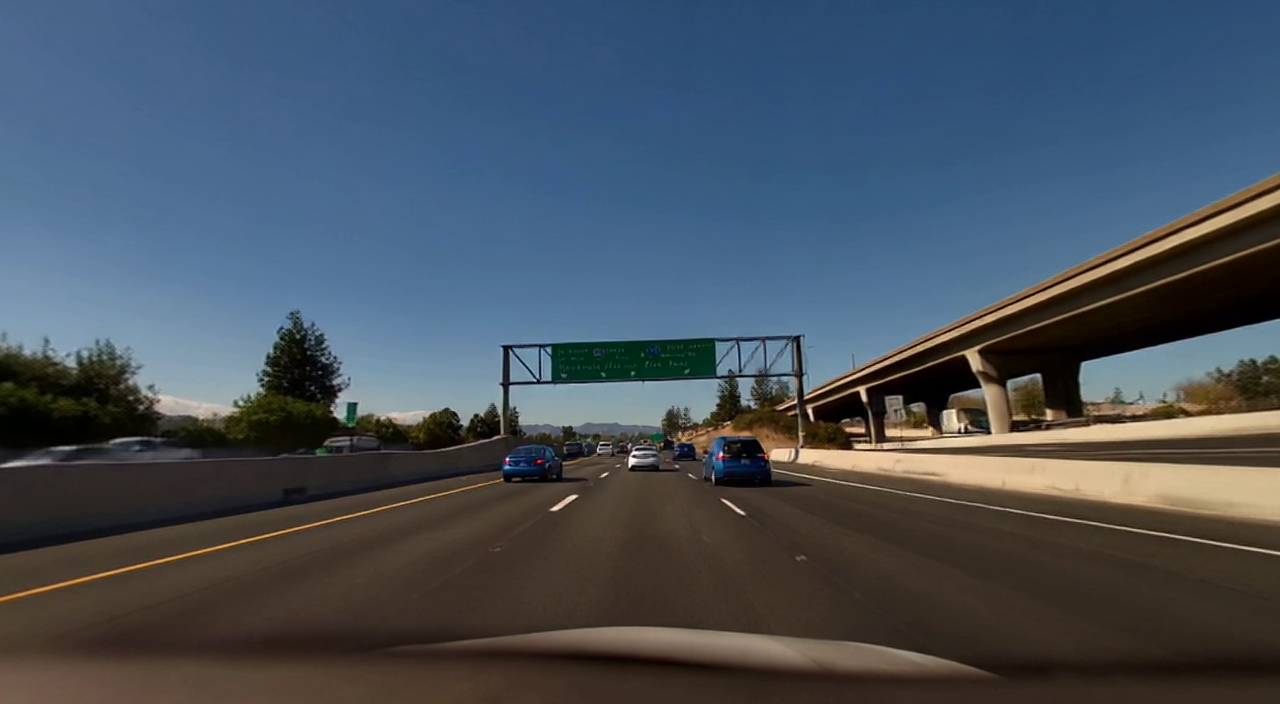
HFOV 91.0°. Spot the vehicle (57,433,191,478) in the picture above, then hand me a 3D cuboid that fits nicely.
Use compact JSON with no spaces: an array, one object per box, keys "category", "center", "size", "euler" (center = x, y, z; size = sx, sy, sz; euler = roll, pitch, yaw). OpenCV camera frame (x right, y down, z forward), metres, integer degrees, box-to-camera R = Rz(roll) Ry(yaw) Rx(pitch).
[{"category":"vehicle","center":[-26.565,5.345,32.752],"size":[2.204,2.082,5.496],"euler":[0,-9,1]}]

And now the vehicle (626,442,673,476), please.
[{"category":"vehicle","center":[0.437,5.013,29.741],"size":[2.089,1.493,3.964],"euler":[0,-8,0]}]

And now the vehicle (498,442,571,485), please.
[{"category":"vehicle","center":[-3.961,4.258,24.401],"size":[2.031,1.491,4.145],"euler":[0,-8,1]}]

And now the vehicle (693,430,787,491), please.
[{"category":"vehicle","center":[3.091,3.472,20.487],"size":[2.202,1.748,4.158],"euler":[1,-8,-3]}]
